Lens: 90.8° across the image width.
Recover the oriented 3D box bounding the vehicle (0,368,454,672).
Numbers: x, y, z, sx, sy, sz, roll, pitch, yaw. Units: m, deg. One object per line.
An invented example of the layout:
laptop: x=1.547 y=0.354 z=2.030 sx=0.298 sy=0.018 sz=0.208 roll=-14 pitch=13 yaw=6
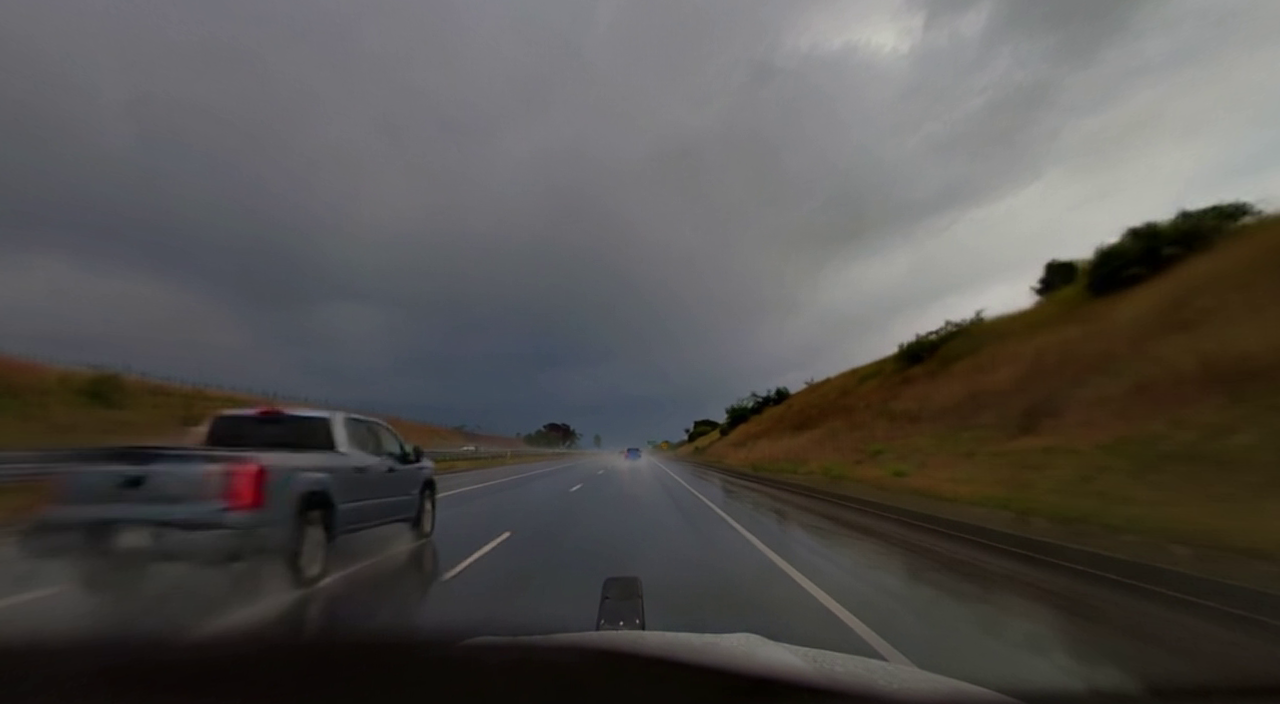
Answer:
vehicle: x=-3.612 y=1.382 z=6.327 sx=1.942 sy=1.828 sz=4.868 roll=0 pitch=-9 yaw=1
